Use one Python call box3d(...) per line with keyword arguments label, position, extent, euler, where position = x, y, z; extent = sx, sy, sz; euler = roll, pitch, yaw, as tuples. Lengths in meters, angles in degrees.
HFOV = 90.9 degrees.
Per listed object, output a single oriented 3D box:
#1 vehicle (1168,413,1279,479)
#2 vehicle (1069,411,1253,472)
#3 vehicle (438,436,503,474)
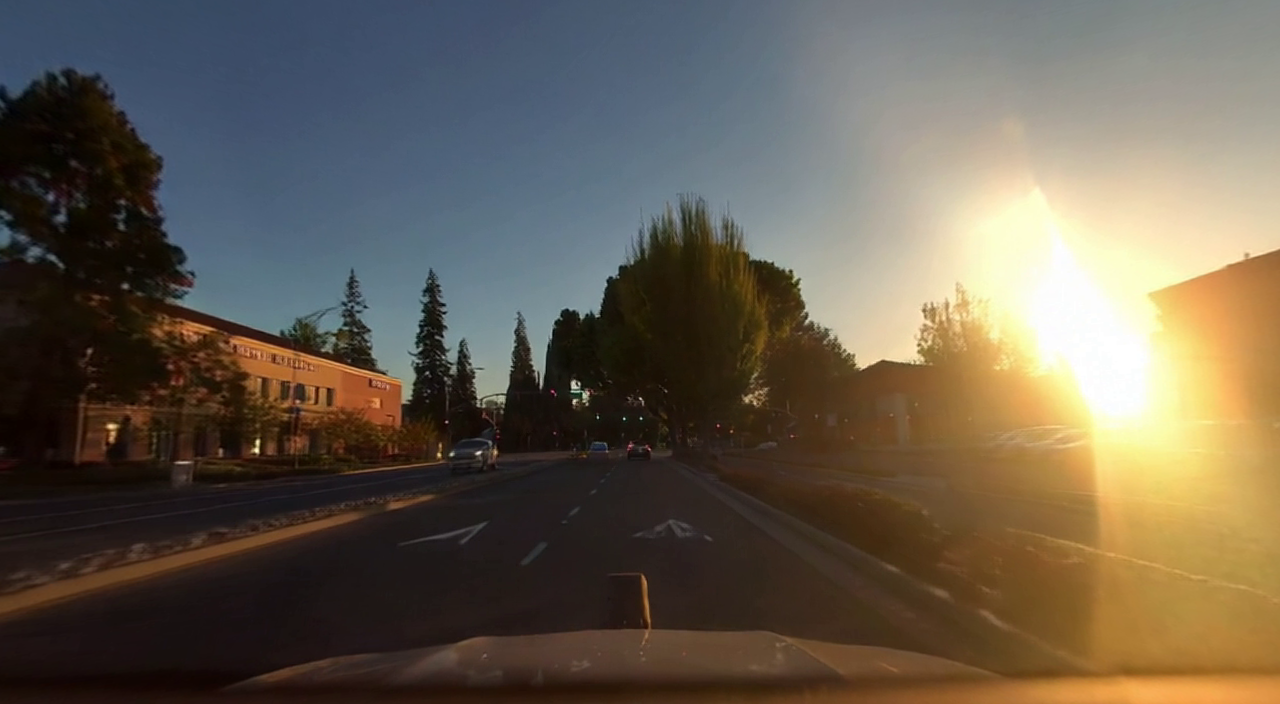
box3d(label="vehicle", position=(18.031, 2.542, 17.734), extent=(4.904, 1.577, 1.863), euler=(-3, -8, -8))
box3d(label="vehicle", position=(16.901, 2.947, 20.672), extent=(3.928, 1.661, 2.249), euler=(-3, -9, -1))
box3d(label="vehicle", position=(-8.676, 5.293, 32.714), extent=(2.149, 1.793, 4.468), euler=(0, -8, -1))
